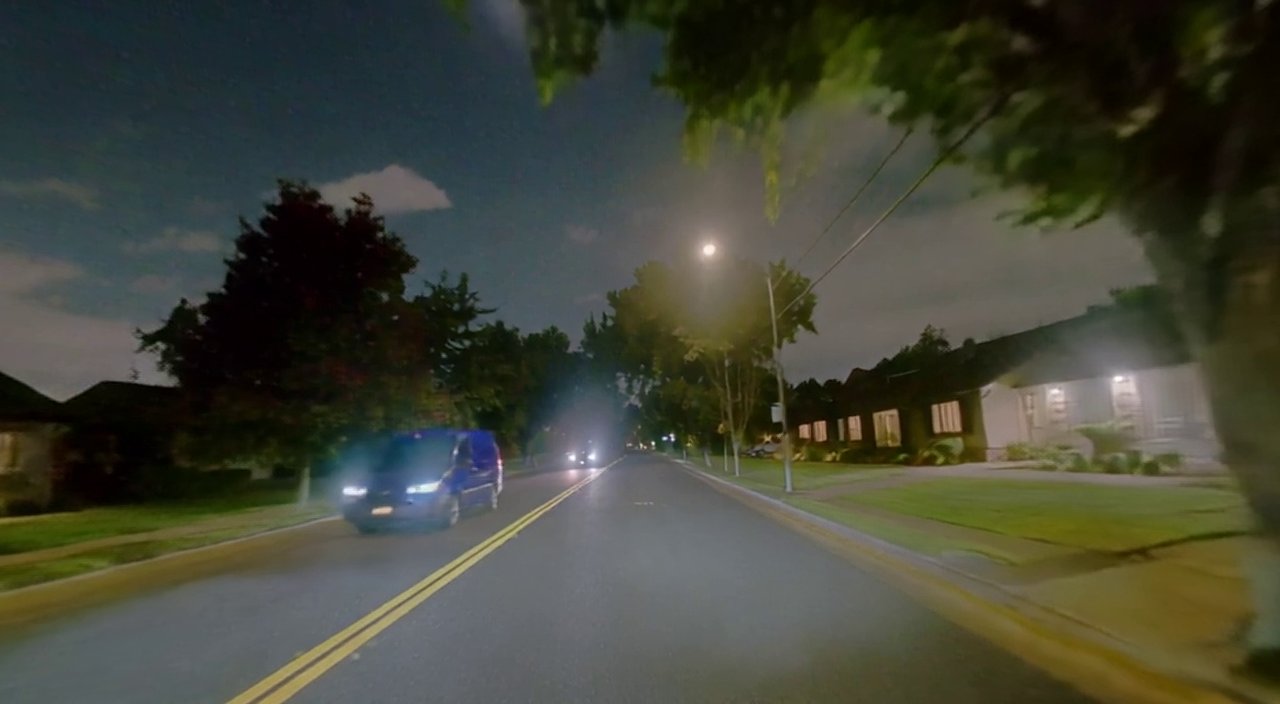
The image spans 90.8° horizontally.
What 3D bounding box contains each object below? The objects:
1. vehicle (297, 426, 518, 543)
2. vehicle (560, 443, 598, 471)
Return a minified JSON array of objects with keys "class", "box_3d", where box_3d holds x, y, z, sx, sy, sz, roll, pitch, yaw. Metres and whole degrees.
[{"class":"vehicle","box_3d":[-4.227,2.521,12.877,2.303,1.813,5.660,0,-9,0]},{"class":"vehicle","box_3d":[-4.184,7.299,44.082,2.161,1.798,4.627,0,-8,1]}]
